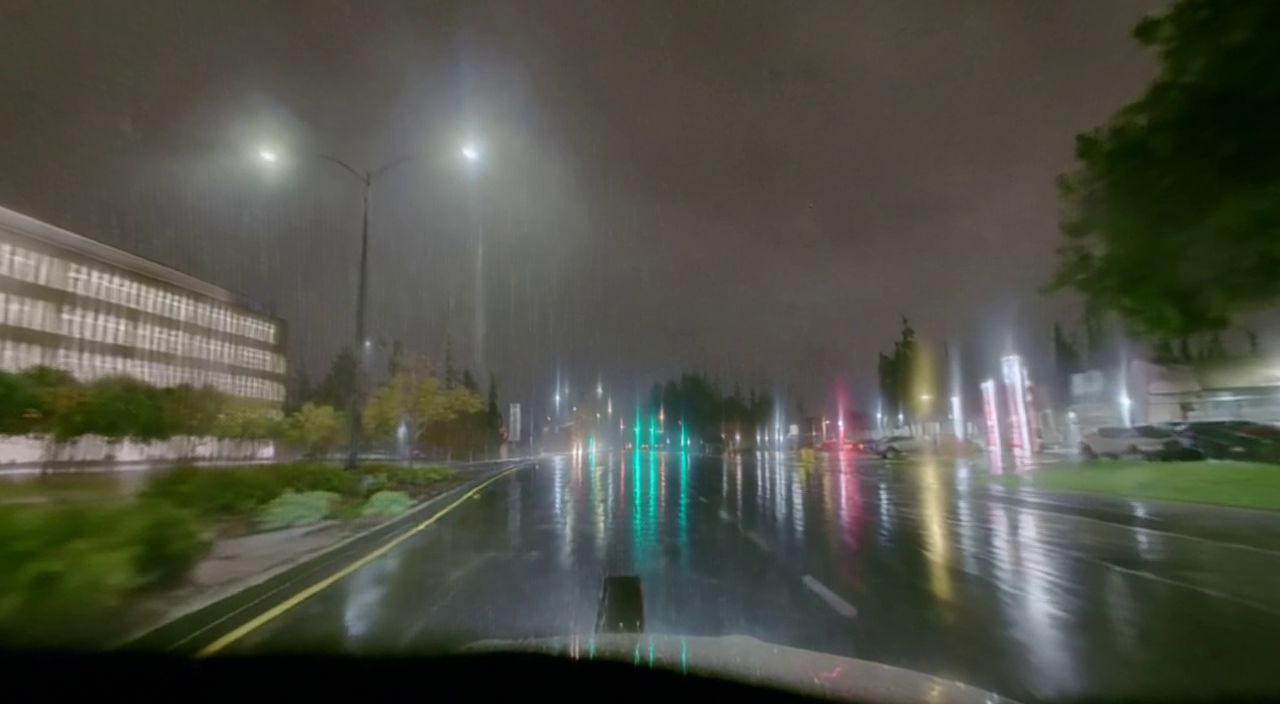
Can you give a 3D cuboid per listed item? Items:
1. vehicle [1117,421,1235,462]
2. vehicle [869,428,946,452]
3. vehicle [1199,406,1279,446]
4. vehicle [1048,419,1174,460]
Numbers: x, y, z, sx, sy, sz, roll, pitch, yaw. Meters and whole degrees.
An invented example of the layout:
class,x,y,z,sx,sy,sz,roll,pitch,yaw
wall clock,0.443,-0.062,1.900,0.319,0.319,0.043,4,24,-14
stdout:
class,x,y,z,sx,sy,sz,roll,pitch,yaw
vehicle,25.810,4.355,30.629,1.874,1.808,4.159,0,-8,-3
vehicle,20.013,6.609,47.359,4.656,1.752,2.309,1,-8,-4
vehicle,31.285,3.729,31.765,2.007,1.782,4.355,-3,-10,-5
vehicle,22.913,4.332,31.062,2.133,1.853,5.009,0,-8,-2
